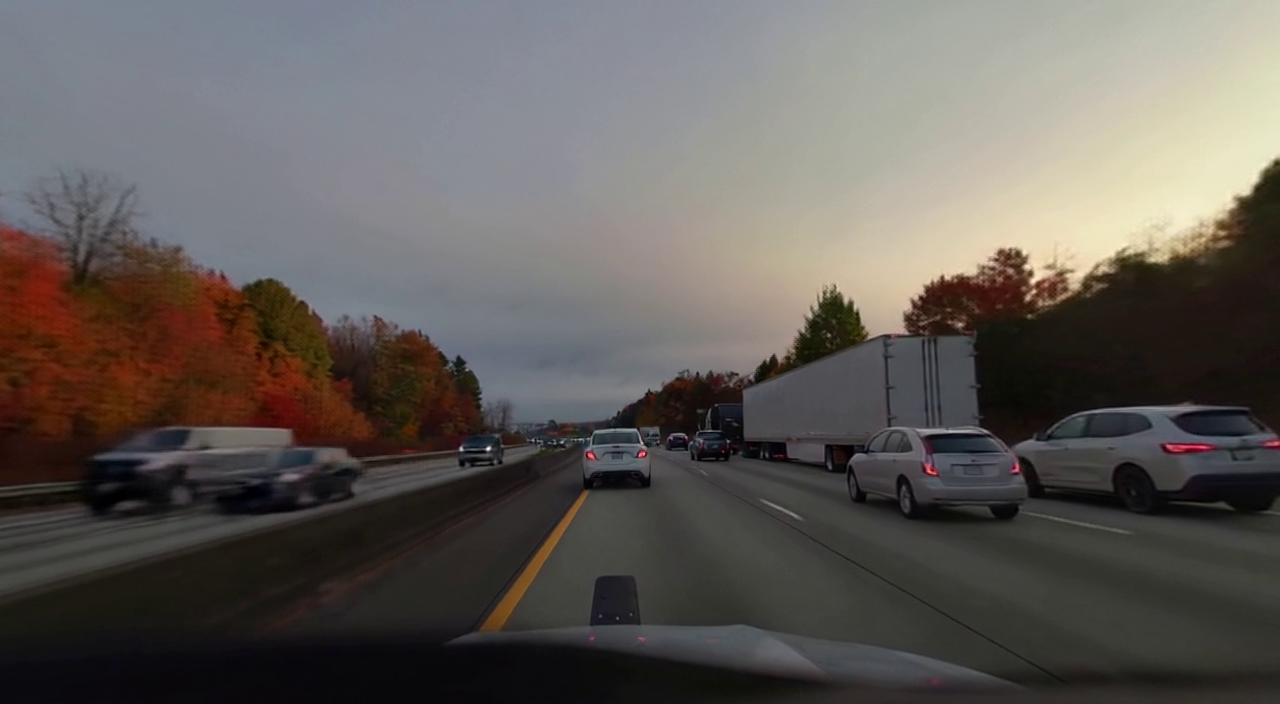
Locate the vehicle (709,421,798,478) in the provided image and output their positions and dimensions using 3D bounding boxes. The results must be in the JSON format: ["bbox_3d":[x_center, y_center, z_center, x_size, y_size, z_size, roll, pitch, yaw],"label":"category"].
[{"bbox_3d":[3.647,3.231,21.056,2.147,1.707,3.963,0,-8,-2],"label":"vehicle"}]

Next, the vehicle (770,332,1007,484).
[{"bbox_3d":[8.160,2.435,24.062,2.908,4.099,14.103,0,-8,-2],"label":"vehicle"}]

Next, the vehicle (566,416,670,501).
[{"bbox_3d":[-0.480,2.461,14.996,2.087,1.709,4.455,0,-8,-1],"label":"vehicle"}]

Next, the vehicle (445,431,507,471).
[{"bbox_3d":[-8.449,5.122,32.860,2.152,1.903,4.339,0,-8,-1],"label":"vehicle"}]

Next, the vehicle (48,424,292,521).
[{"bbox_3d":[-11.597,2.958,16.211,2.338,2.059,5.149,0,-8,-1],"label":"vehicle"}]

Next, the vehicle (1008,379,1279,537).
[{"bbox_3d":[8.545,1.630,10.262,2.116,1.965,4.691,0,-8,-1],"label":"vehicle"}]

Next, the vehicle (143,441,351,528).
[{"bbox_3d":[-8.023,2.687,13.386,1.872,1.521,3.962,0,-8,0],"label":"vehicle"}]

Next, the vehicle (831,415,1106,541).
[{"bbox_3d":[4.645,1.820,9.775,2.040,1.523,4.068,0,-8,-1],"label":"vehicle"}]
